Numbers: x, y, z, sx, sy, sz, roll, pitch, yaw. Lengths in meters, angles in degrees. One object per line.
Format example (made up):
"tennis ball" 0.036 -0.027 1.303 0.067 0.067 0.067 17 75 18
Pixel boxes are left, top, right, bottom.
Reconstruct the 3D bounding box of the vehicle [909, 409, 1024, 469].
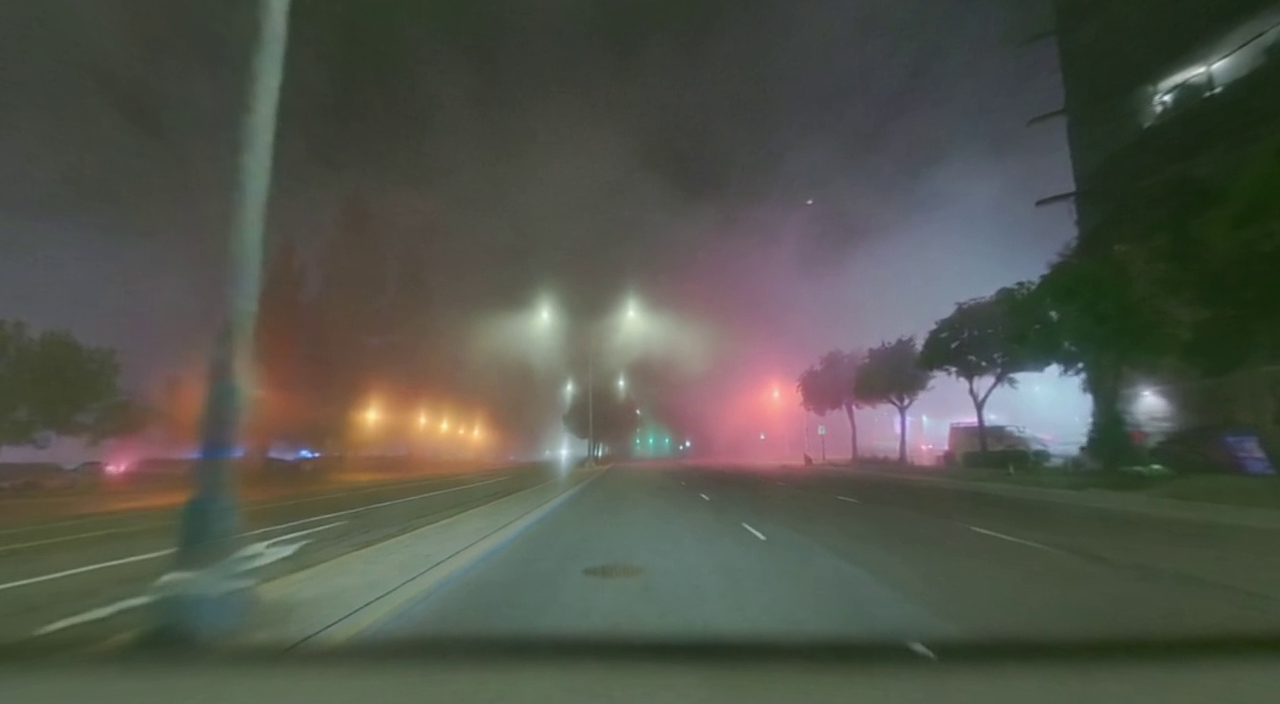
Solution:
"vehicle" 19.304 5.397 38.151 2.630 3.176 8.459 -1 -10 2

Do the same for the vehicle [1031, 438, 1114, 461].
"vehicle" 31.598 7.144 46.250 4.505 1.450 2.051 -3 -10 -1

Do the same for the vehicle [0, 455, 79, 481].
"vehicle" -41.926 8.003 43.955 1.824 1.570 4.239 2 -8 0

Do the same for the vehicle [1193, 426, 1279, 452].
"vehicle" 41.276 5.999 43.341 4.658 1.705 2.148 0 -9 -2

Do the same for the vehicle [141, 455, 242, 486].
"vehicle" -27.869 7.325 39.415 4.879 1.724 2.086 6 -10 -34

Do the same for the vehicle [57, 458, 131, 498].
"vehicle" -26.811 6.152 31.188 1.969 1.682 4.542 5 -10 -31
